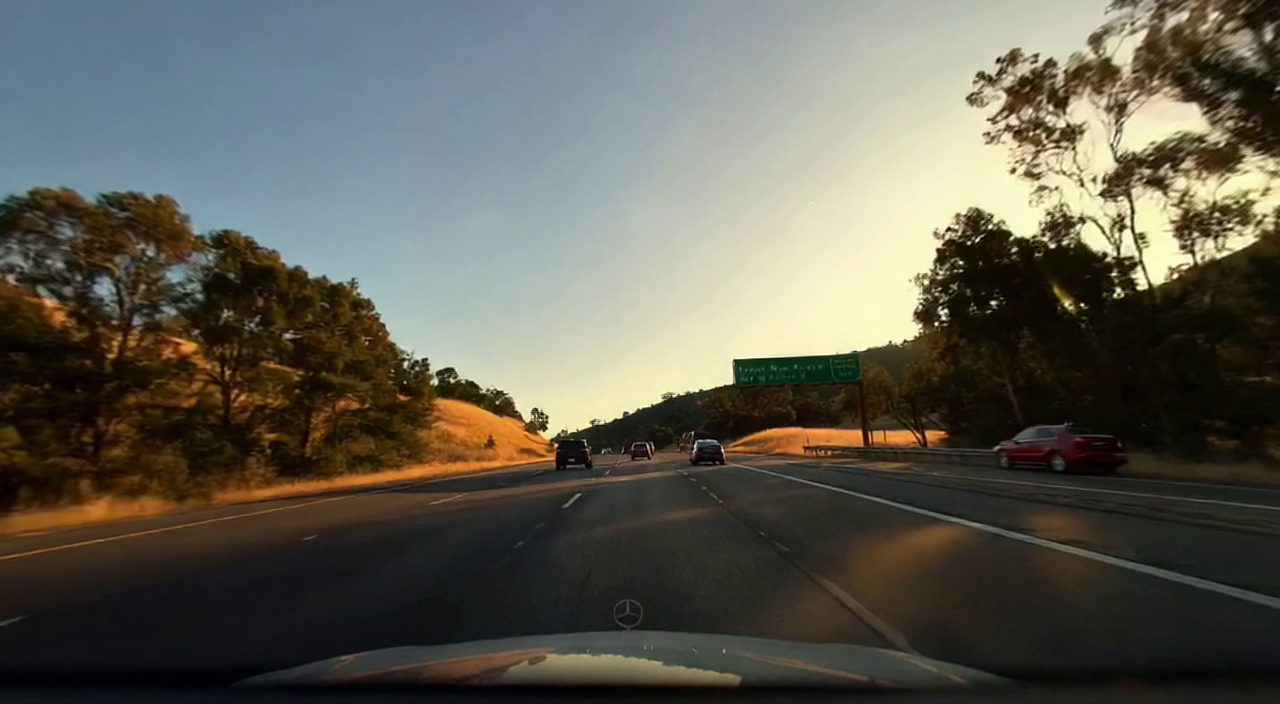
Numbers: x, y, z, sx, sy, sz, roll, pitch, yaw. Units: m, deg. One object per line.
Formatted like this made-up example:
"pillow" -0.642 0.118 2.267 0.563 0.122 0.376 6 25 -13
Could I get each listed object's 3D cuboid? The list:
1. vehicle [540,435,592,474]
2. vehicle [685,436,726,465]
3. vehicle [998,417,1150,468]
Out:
"vehicle" -3.766 5.318 33.016 2.120 1.855 4.619 0 -8 0
"vehicle" 4.053 6.189 39.619 1.995 1.712 4.206 0 -8 -1
"vehicle" 17.702 3.757 26.185 2.308 1.886 5.321 0 -8 -3
